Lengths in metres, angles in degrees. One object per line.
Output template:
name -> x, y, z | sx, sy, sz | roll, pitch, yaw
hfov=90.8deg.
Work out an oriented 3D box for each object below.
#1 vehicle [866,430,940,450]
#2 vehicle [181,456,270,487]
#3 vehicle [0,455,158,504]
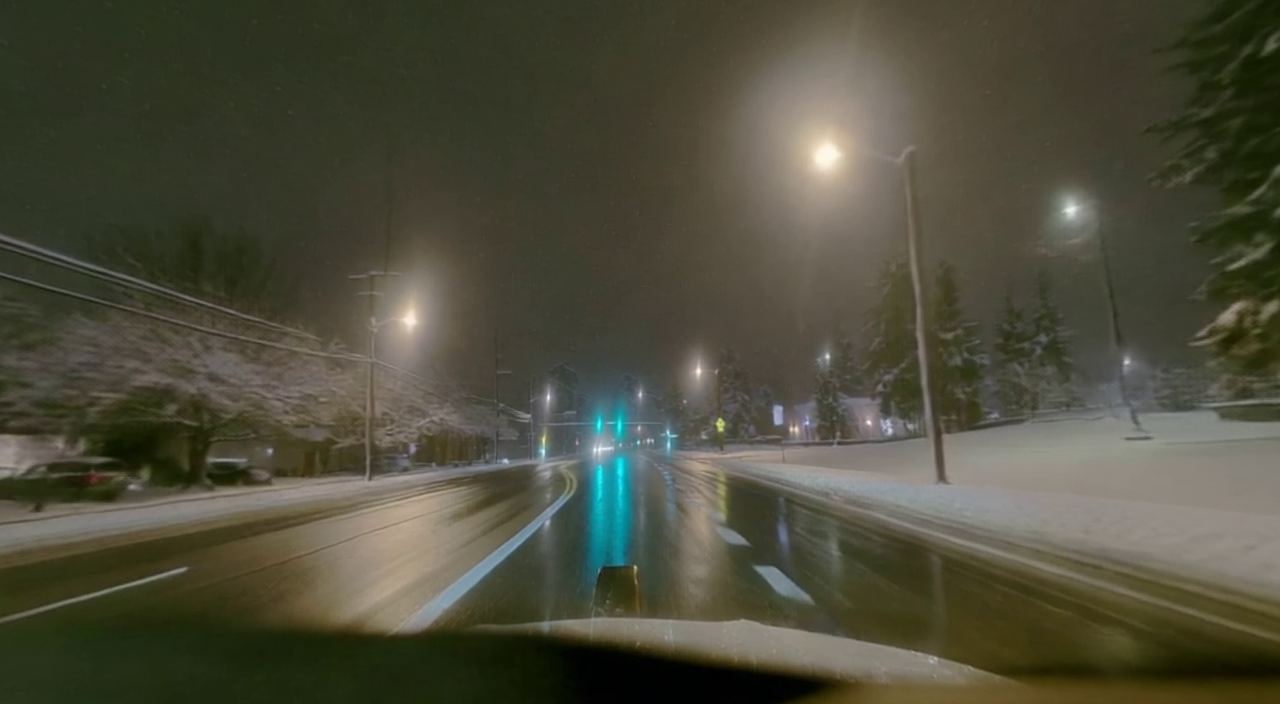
vehicle -> 19.334, 6.503, 46.646 | 4.621, 1.393, 1.824 | -1, -9, 2
vehicle -> -24.122, 6.919, 36.975 | 2.067, 1.644, 4.216 | 0, -9, 4
vehicle -> -23.130, 5.216, 26.095 | 4.794, 1.869, 2.060 | -1, -9, 4
